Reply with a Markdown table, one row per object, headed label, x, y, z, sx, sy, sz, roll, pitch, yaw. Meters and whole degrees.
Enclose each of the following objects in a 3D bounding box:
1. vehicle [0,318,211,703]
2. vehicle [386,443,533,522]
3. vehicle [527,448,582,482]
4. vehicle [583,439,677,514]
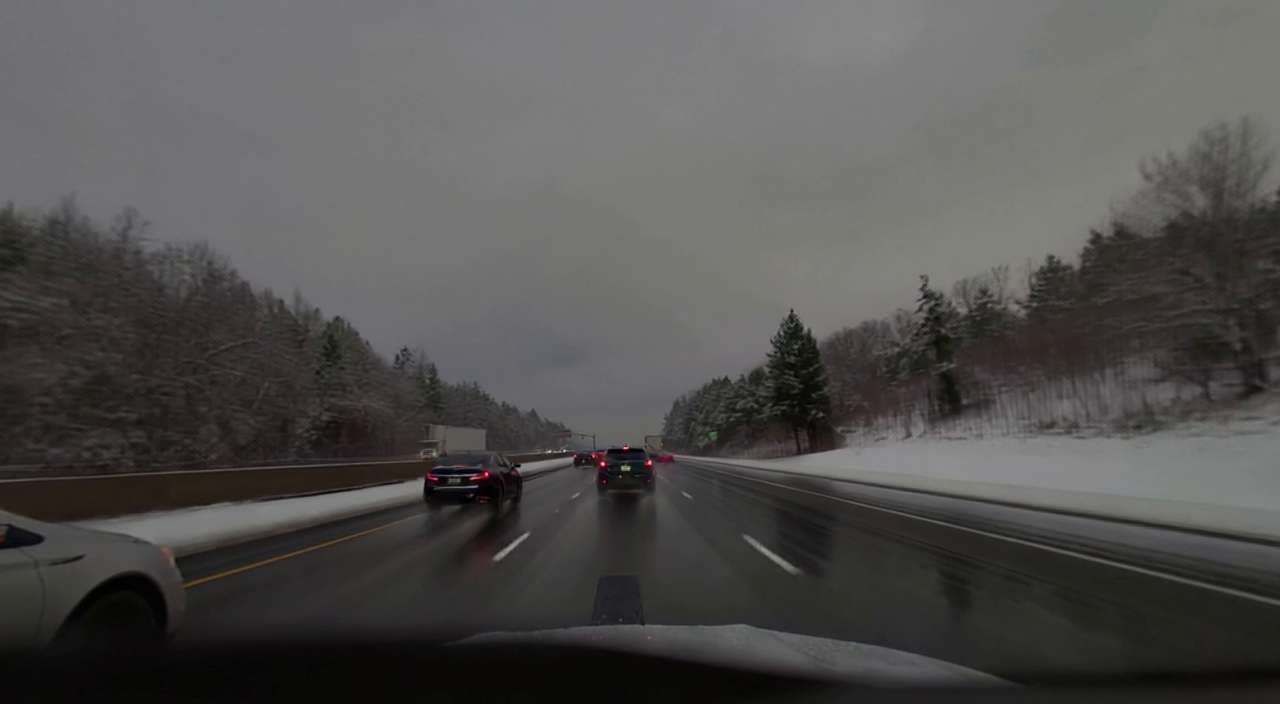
| label | x | y | z | sx | sy | sz | roll | pitch | yaw |
| --- | --- | --- | --- | --- | --- | --- | --- | --- | --- |
| vehicle | -3.953 | 0.612 | 1.540 | 2.243 | 1.889 | 4.949 | 0 | -9 | 1 |
| vehicle | -3.849 | 2.856 | 14.369 | 1.988 | 1.501 | 4.438 | 0 | -9 | 0 |
| vehicle | -4.036 | 5.394 | 30.408 | 1.999 | 1.484 | 4.269 | 0 | -9 | 1 |
| vehicle | -0.219 | 2.923 | 15.164 | 1.996 | 1.574 | 3.426 | 0 | -9 | 0 |
